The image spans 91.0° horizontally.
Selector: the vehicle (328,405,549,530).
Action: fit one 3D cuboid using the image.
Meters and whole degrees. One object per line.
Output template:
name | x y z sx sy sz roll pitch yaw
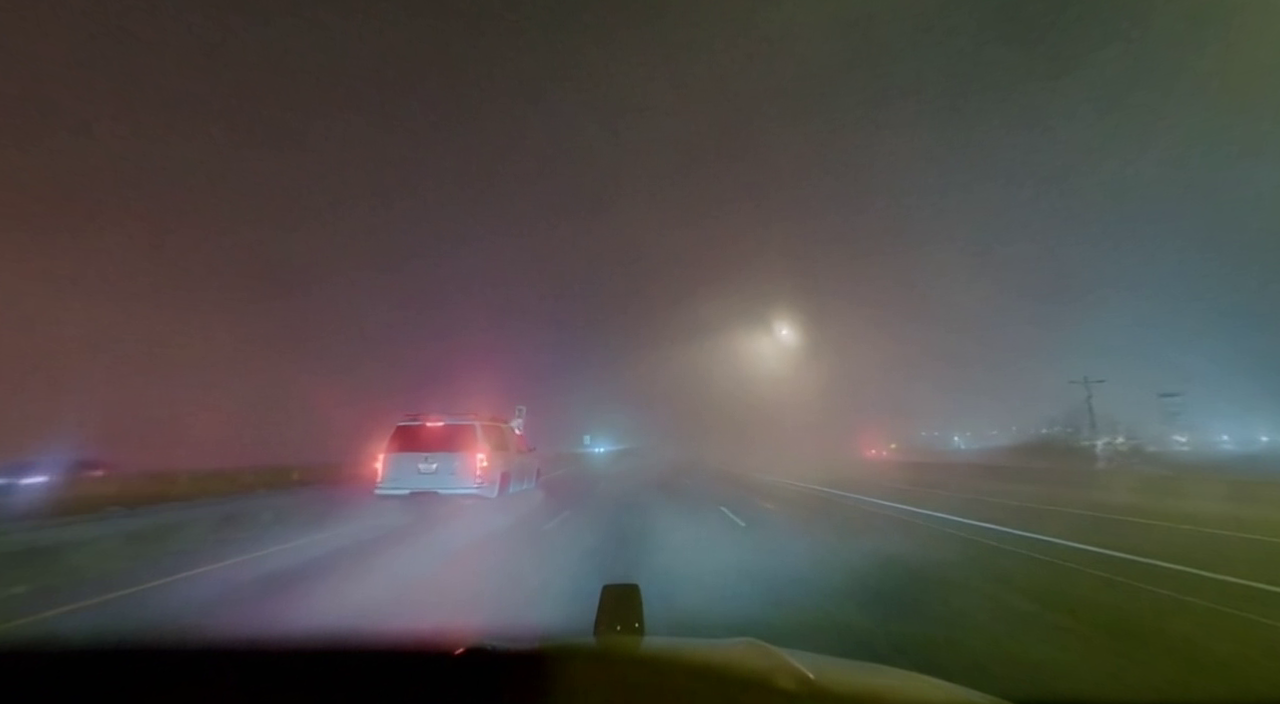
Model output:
vehicle | -3.547 2.226 12.723 2.431 1.928 5.760 0 -9 1
